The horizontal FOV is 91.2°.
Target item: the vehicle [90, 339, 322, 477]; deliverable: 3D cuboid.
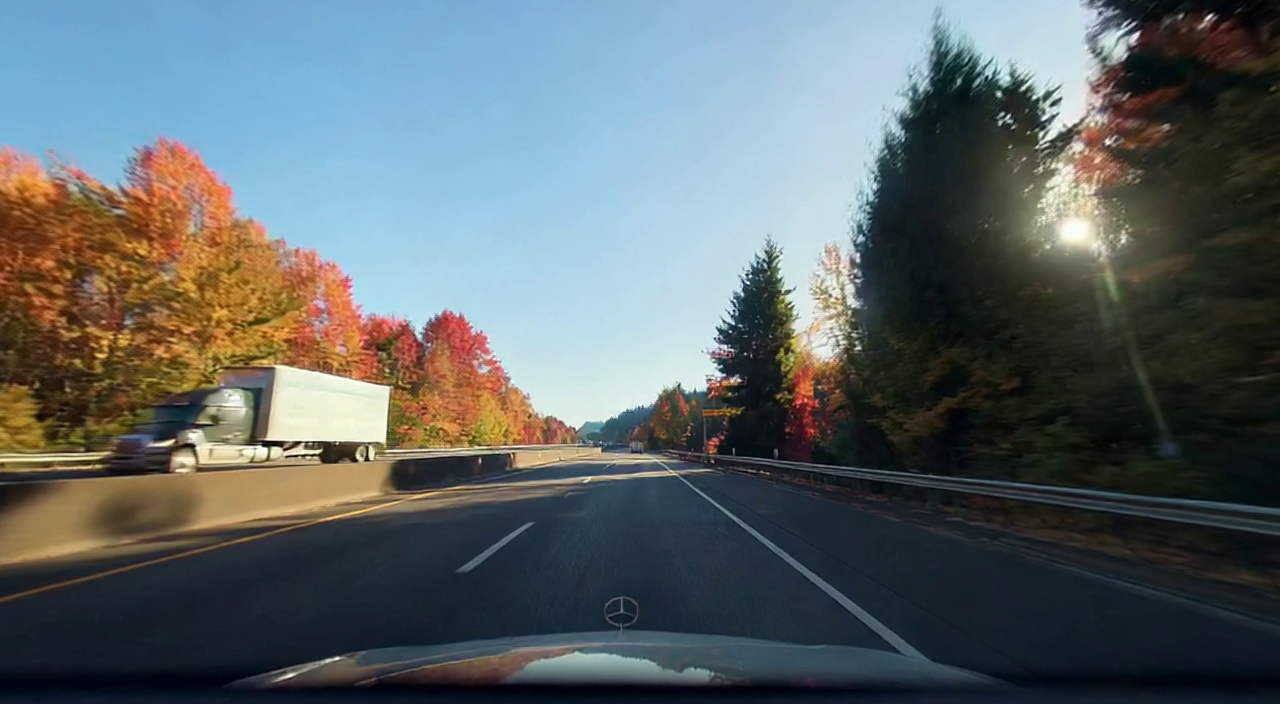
[{"bbox_3d":[-15.008,2.246,22.759,2.939,4.133,7.597,-1,-9,-1],"label":"vehicle"}]
